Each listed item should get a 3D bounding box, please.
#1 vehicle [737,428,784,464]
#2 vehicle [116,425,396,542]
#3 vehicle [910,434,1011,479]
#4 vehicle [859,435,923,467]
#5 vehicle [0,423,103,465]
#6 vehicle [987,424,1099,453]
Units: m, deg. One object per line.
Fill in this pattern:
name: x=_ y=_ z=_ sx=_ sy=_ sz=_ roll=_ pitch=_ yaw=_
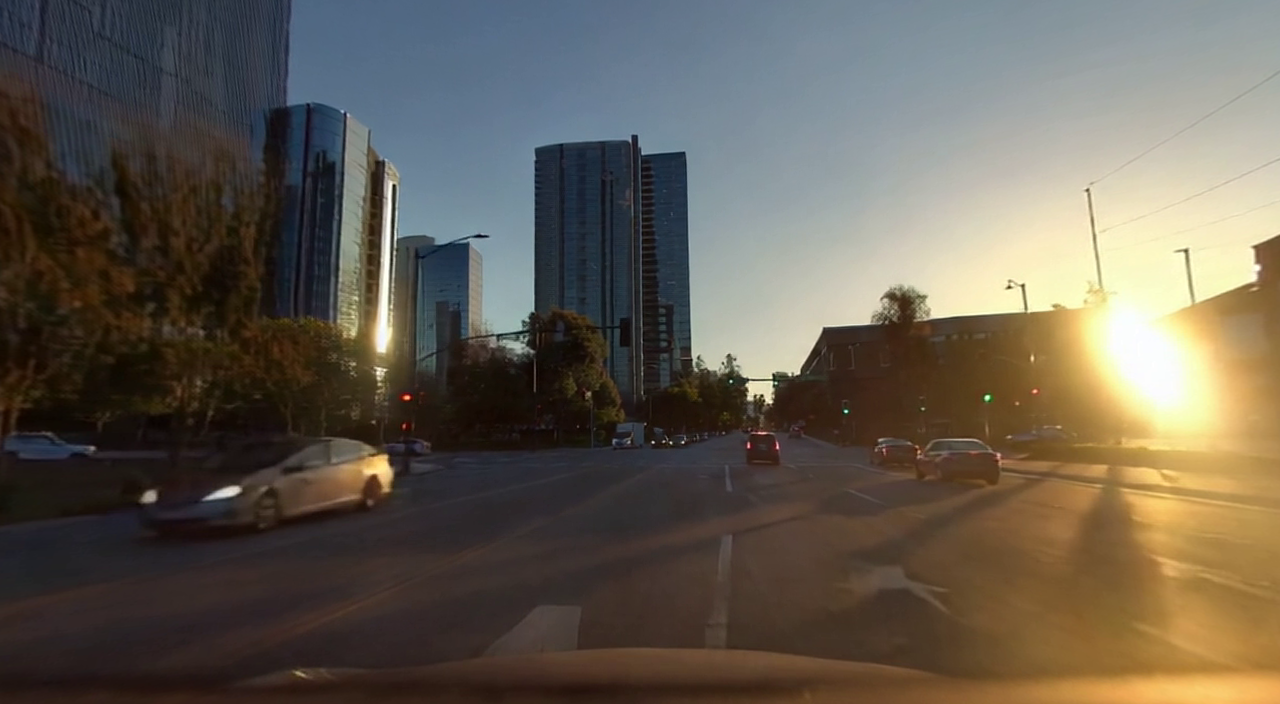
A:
vehicle: x=6.540 y=5.140 z=34.495 sx=2.203 sy=1.801 sz=4.331 roll=-1 pitch=-8 yaw=7
vehicle: x=-6.523 y=2.235 z=11.378 sx=2.016 sy=1.677 sz=4.147 roll=-1 pitch=-8 yaw=9
vehicle: x=11.560 y=3.790 z=22.979 sx=1.896 sy=1.463 sz=4.296 roll=-1 pitch=-8 yaw=8
vehicle: x=12.563 y=4.984 z=31.745 sx=1.860 sy=1.460 sz=4.379 roll=0 pitch=-8 yaw=6
vehicle: x=-27.005 y=4.164 z=28.140 sx=1.871 sy=1.703 sz=4.093 roll=-1 pitch=-10 yaw=6
vehicle: x=28.545 y=6.138 z=44.664 sx=6.170 sy=1.978 sz=2.399 roll=-1 pitch=-9 yaw=7
